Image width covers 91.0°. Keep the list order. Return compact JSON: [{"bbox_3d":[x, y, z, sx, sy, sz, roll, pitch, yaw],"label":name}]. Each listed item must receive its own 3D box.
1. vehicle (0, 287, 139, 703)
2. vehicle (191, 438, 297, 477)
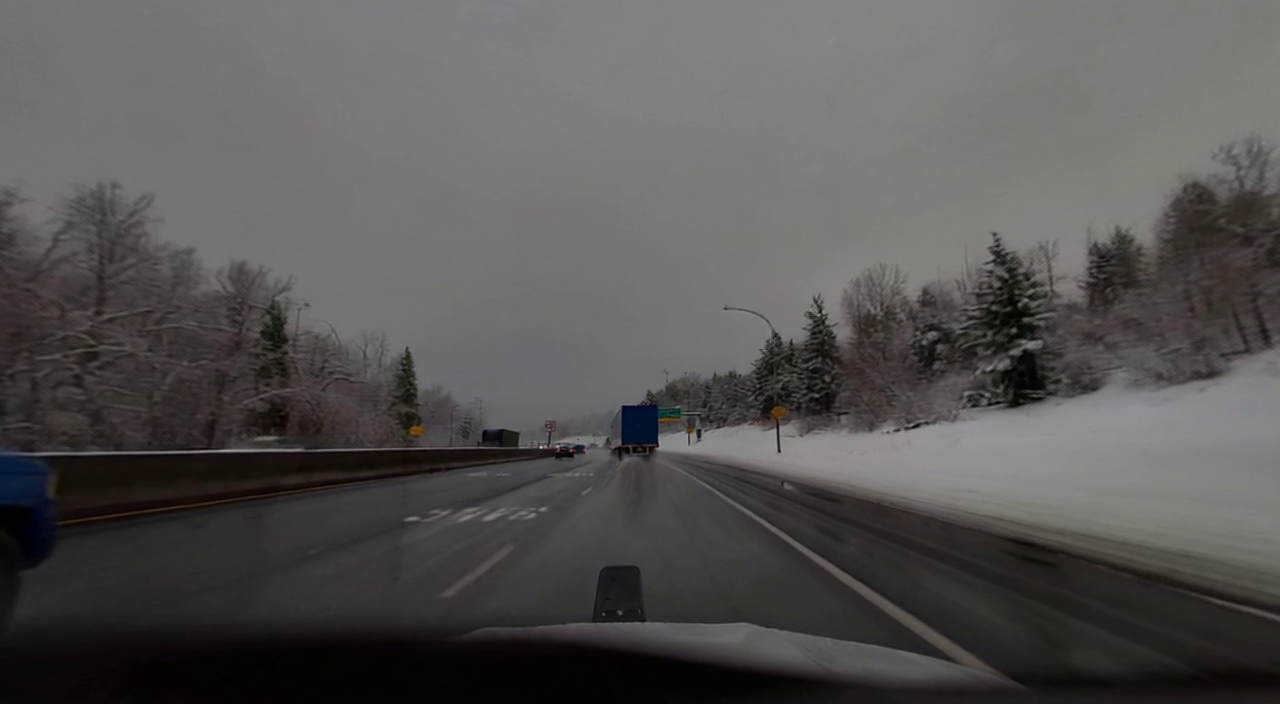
[{"bbox_3d":[-3.604,0.374,0.949,2.044,1.740,4.361,0,-9,0],"label":"vehicle"},{"bbox_3d":[-16.801,4.470,26.995,1.856,1.524,4.100,0,-8,0],"label":"vehicle"}]
